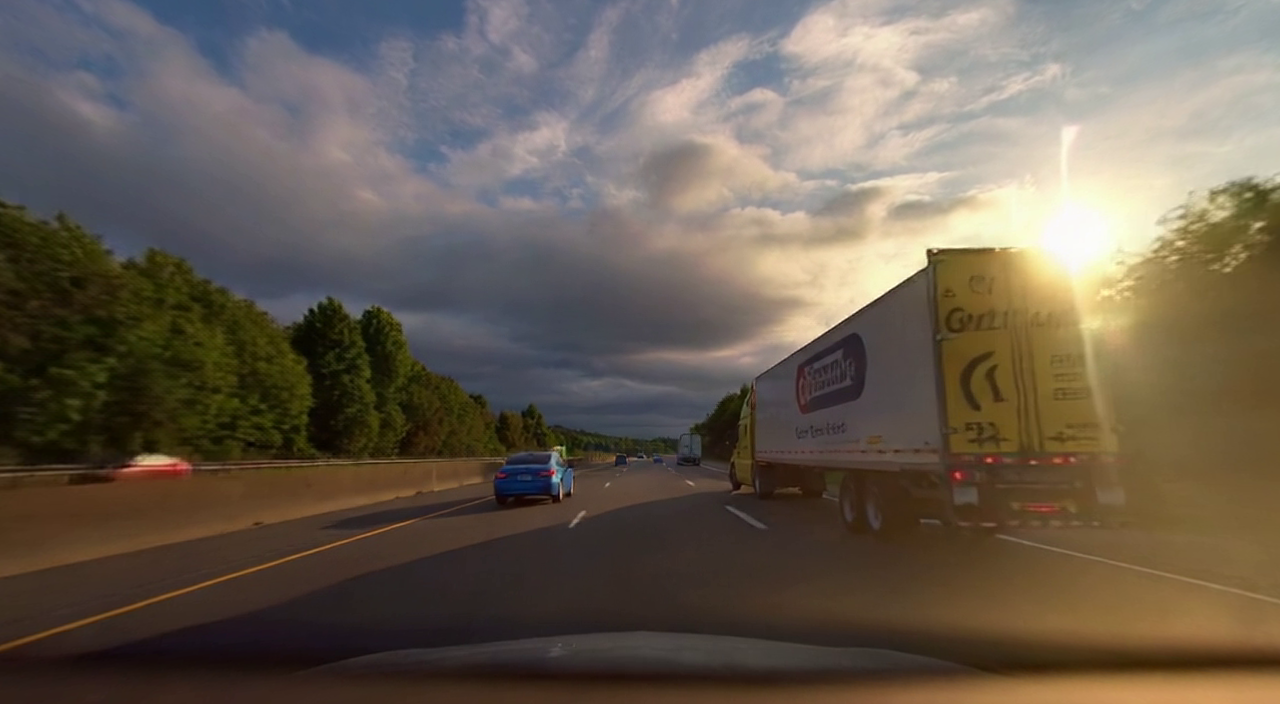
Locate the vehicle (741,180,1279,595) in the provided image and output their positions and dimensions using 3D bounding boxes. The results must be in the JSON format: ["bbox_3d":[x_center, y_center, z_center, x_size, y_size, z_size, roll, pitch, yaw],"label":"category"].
[{"bbox_3d":[4.652,1.296,12.783,2.858,3.952,13.731,0,-9,0],"label":"vehicle"}]

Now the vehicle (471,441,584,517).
[{"bbox_3d":[-2.579,3.049,15.639,1.960,1.579,4.384,0,-9,1],"label":"vehicle"}]

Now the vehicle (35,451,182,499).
[{"bbox_3d":[-18.352,4.228,22.007,1.896,1.522,3.621,0,-9,0],"label":"vehicle"}]
